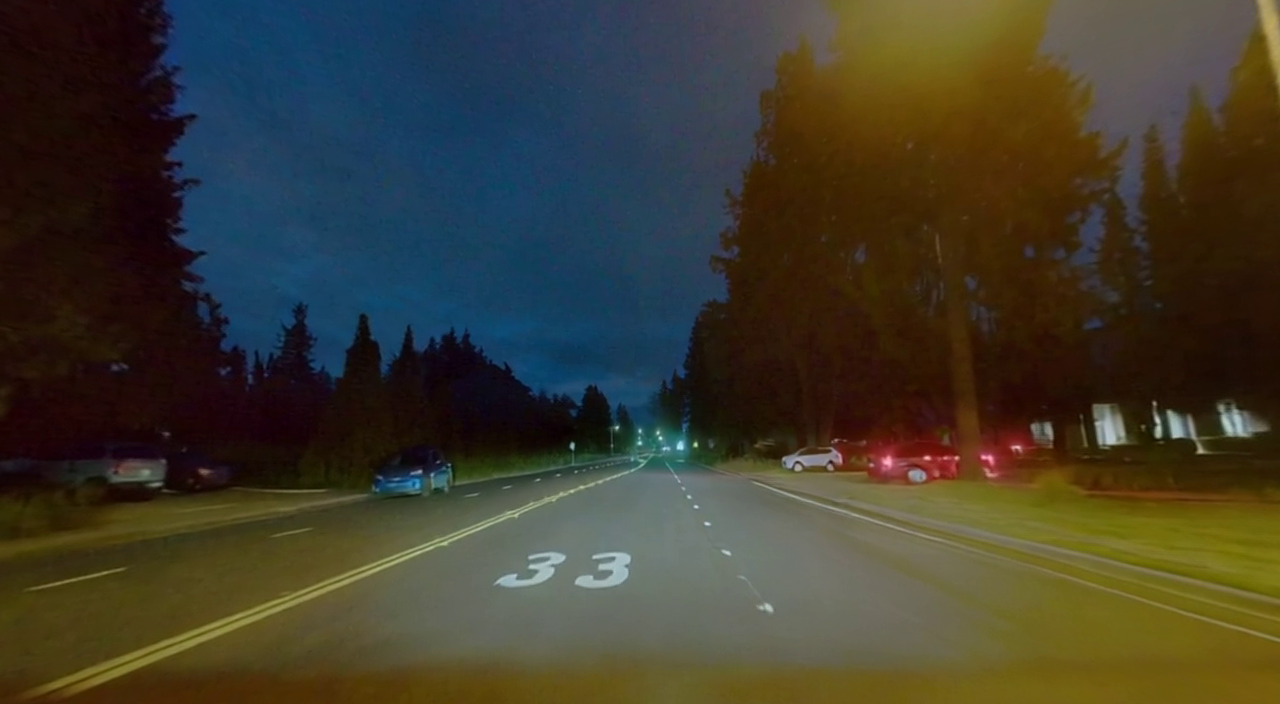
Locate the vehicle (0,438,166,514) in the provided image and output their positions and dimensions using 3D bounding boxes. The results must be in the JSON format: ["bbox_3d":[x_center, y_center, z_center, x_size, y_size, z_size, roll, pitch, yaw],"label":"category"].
[{"bbox_3d":[-15.878,3.255,16.798,4.753,1.850,2.127,0,-9,1],"label":"vehicle"}]

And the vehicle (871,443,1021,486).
[{"bbox_3d":[10.996,4.068,22.895,4.460,1.456,1.804,-1,-9,3],"label":"vehicle"}]

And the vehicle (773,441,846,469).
[{"bbox_3d":[11.831,7.203,44.130,4.537,1.828,2.020,-1,-9,3],"label":"vehicle"}]

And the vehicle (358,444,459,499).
[{"bbox_3d":[-8.607,4.435,23.917,2.142,1.723,4.275,-3,-8,1],"label":"vehicle"}]
